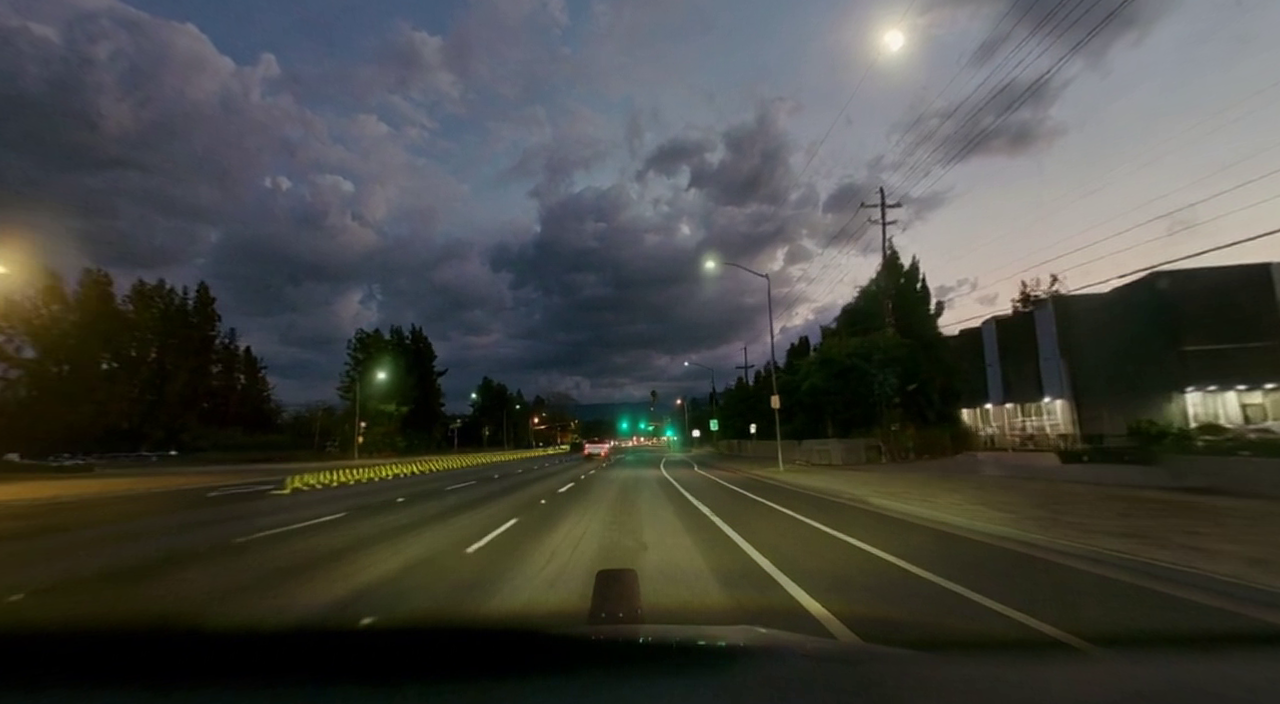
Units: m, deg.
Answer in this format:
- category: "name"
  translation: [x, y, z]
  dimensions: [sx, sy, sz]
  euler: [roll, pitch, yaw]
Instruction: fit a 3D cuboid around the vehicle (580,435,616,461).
- category: "vehicle"
  translation: [-2.848, 6.639, 43.696]
  dimensions: [2.121, 1.654, 3.993]
  euler: [0, -8, 2]
